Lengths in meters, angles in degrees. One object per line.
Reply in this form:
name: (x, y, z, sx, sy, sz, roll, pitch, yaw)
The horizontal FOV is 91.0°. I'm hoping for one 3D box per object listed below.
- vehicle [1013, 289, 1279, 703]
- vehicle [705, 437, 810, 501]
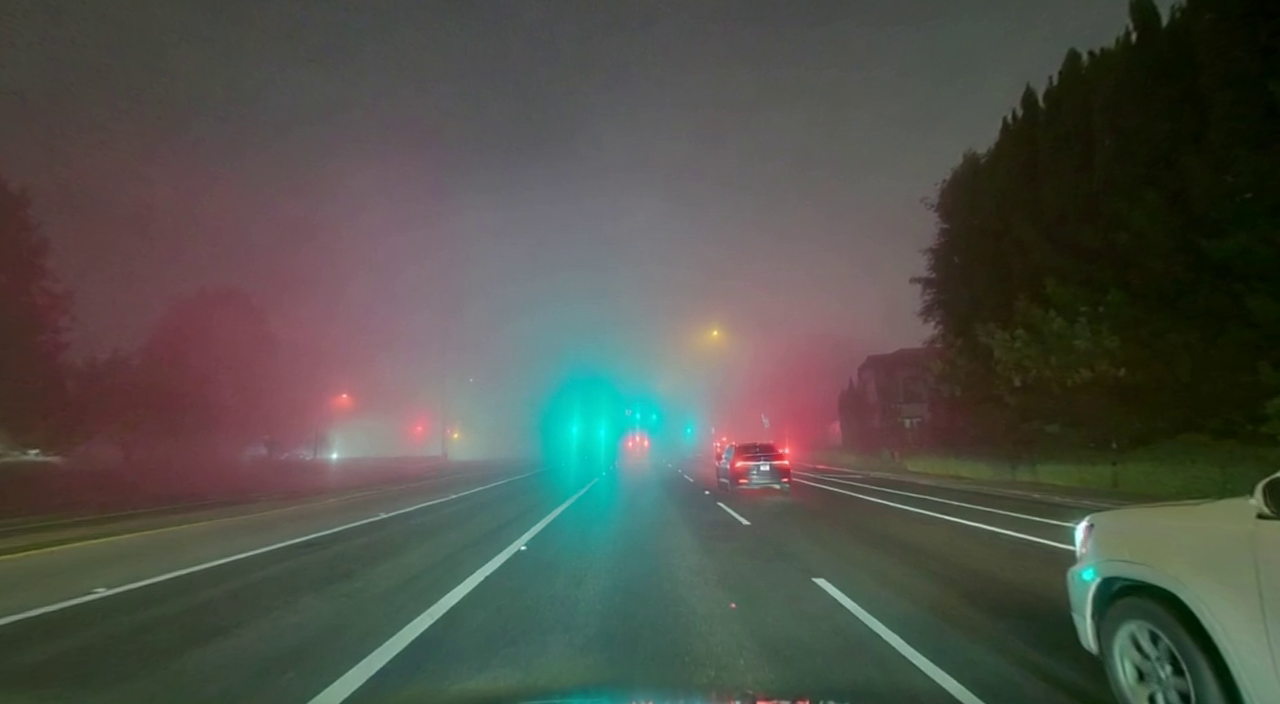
vehicle: (3.049, 0.541, 0.960, 2.129, 1.761, 4.610, 0, -9, 1)
vehicle: (2.907, 2.994, 16.536, 1.889, 1.451, 4.180, 0, -9, -1)
